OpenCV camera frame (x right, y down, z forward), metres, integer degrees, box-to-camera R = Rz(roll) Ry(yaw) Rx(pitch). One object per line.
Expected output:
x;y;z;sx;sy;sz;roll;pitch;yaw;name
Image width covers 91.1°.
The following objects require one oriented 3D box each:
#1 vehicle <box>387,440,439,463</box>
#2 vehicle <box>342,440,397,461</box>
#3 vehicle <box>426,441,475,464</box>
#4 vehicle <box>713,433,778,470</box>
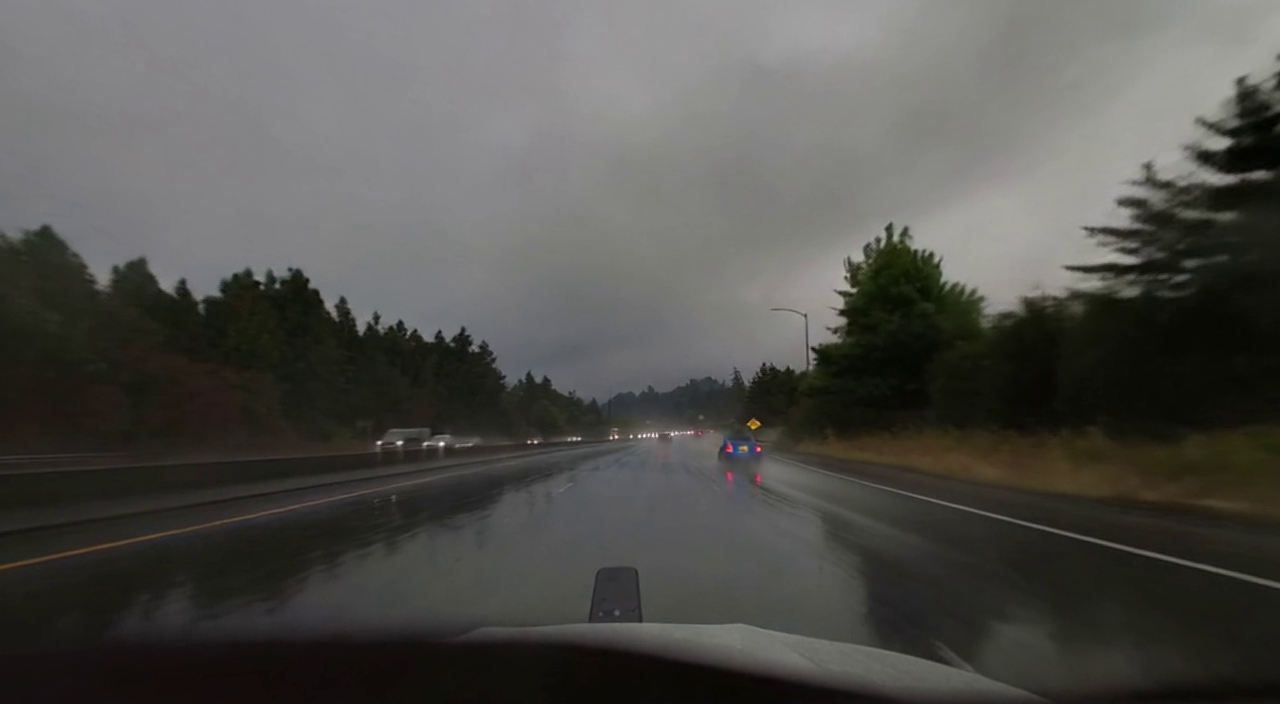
-15.693;6.856;43.710;1.817;1.467;4.429;0;-8;2;vehicle
-19.369;7.050;45.247;1.826;1.456;4.471;0;-8;2;vehicle
-12.093;6.436;40.431;1.832;1.414;3.704;0;-8;3;vehicle
4.412;4.224;26.989;1.982;1.452;4.294;0;-8;-1;vehicle
